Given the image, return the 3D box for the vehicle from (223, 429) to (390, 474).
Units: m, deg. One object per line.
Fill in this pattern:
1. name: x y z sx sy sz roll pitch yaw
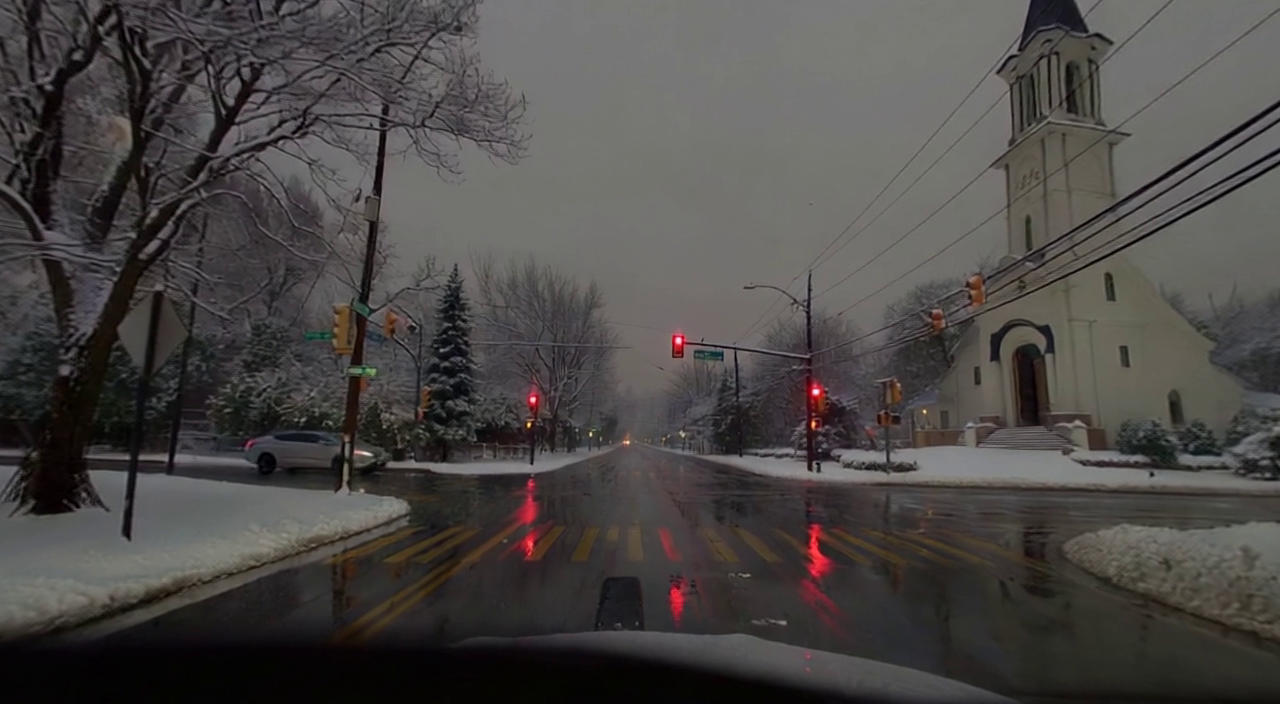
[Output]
1. vehicle: -11.564 3.474 22.129 4.718 1.497 2.032 0 -9 4
